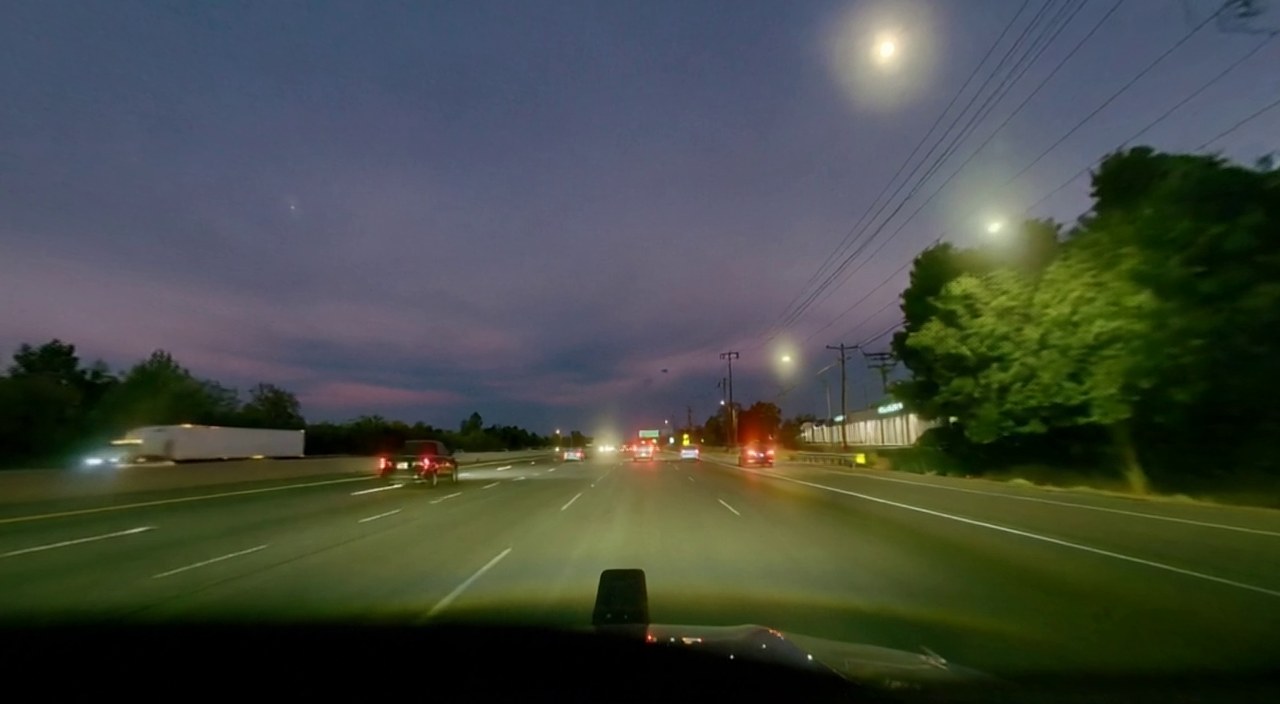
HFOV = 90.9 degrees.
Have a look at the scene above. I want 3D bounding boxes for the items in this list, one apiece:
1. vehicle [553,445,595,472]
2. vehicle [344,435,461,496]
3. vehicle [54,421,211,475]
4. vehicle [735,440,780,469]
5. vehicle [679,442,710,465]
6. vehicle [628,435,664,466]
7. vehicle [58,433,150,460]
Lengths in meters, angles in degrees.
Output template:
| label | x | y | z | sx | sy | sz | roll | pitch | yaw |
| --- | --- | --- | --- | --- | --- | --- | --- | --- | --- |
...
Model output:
| label | x | y | z | sx | sy | sz | roll | pitch | yaw |
| --- | --- | --- | --- | --- | --- | --- | --- | --- | --- |
| vehicle | -3.797 | 6.196 | 36.862 | 1.979 | 1.469 | 4.378 | 0 | -8 | 0 |
| vehicle | -7.387 | 3.564 | 20.186 | 2.007 | 1.732 | 4.395 | 0 | -8 | 0 |
| vehicle | -37.394 | 7.150 | 47.270 | 3.005 | 3.557 | 10.456 | 0 | -8 | 0 |
| vehicle | 7.318 | 6.421 | 39.617 | 1.937 | 1.698 | 4.322 | 0 | -8 | -1 |
| vehicle | 4.206 | 7.922 | 49.478 | 1.996 | 1.710 | 4.256 | 0 | -8 | 0 |
| vehicle | 0.397 | 7.474 | 47.967 | 2.622 | 2.208 | 5.320 | 0 | -8 | -1 |
| vehicle | -37.490 | 6.584 | 44.268 | 2.159 | 1.578 | 5.016 | -3 | -6 | -1 |
